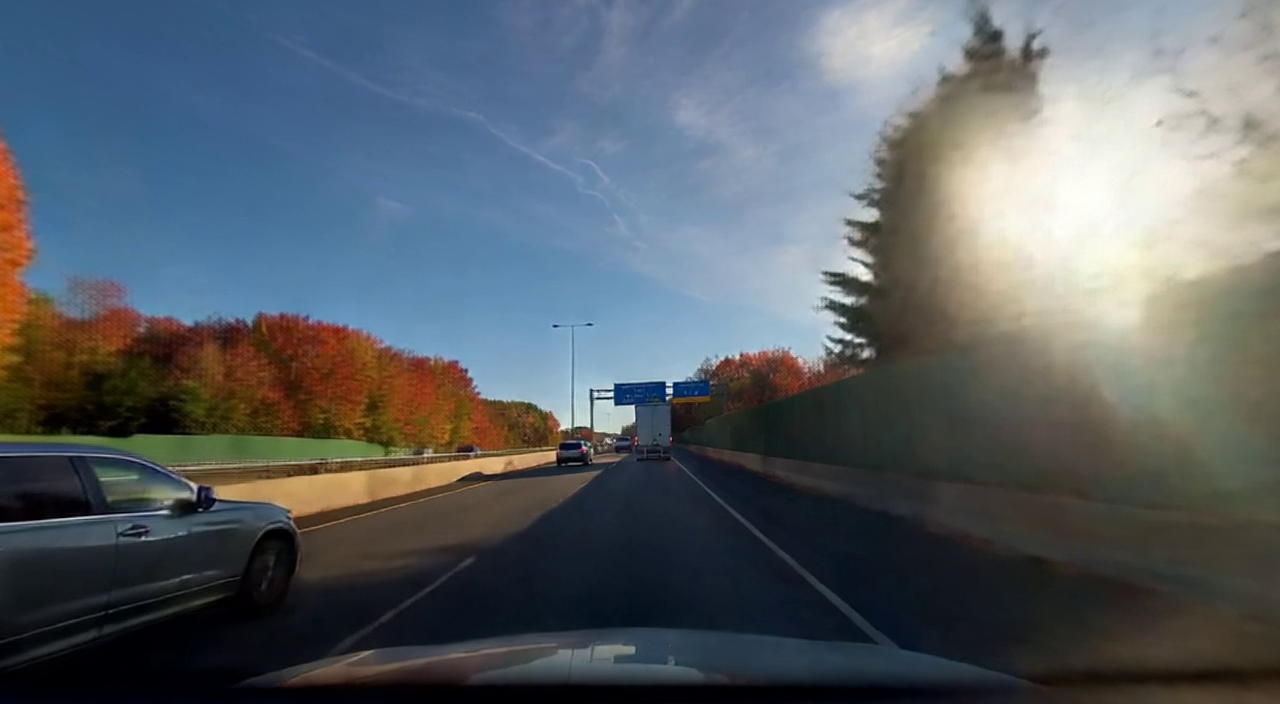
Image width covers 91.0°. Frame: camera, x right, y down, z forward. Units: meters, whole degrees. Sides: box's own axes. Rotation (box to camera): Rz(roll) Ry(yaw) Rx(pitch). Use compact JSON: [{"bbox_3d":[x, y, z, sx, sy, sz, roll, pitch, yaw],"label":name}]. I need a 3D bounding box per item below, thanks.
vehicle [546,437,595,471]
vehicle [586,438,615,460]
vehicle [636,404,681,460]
[{"bbox_3d":[-3.321,4.957,30.900,1.927,1.556,3.921,0,-8,1],"label":"vehicle"},{"bbox_3d":[-2.976,7.424,48.427,1.962,1.575,4.158,0,-8,0],"label":"vehicle"},{"bbox_3d":[1.309,6.014,46.771,2.933,3.701,10.425,0,-8,1],"label":"vehicle"}]
